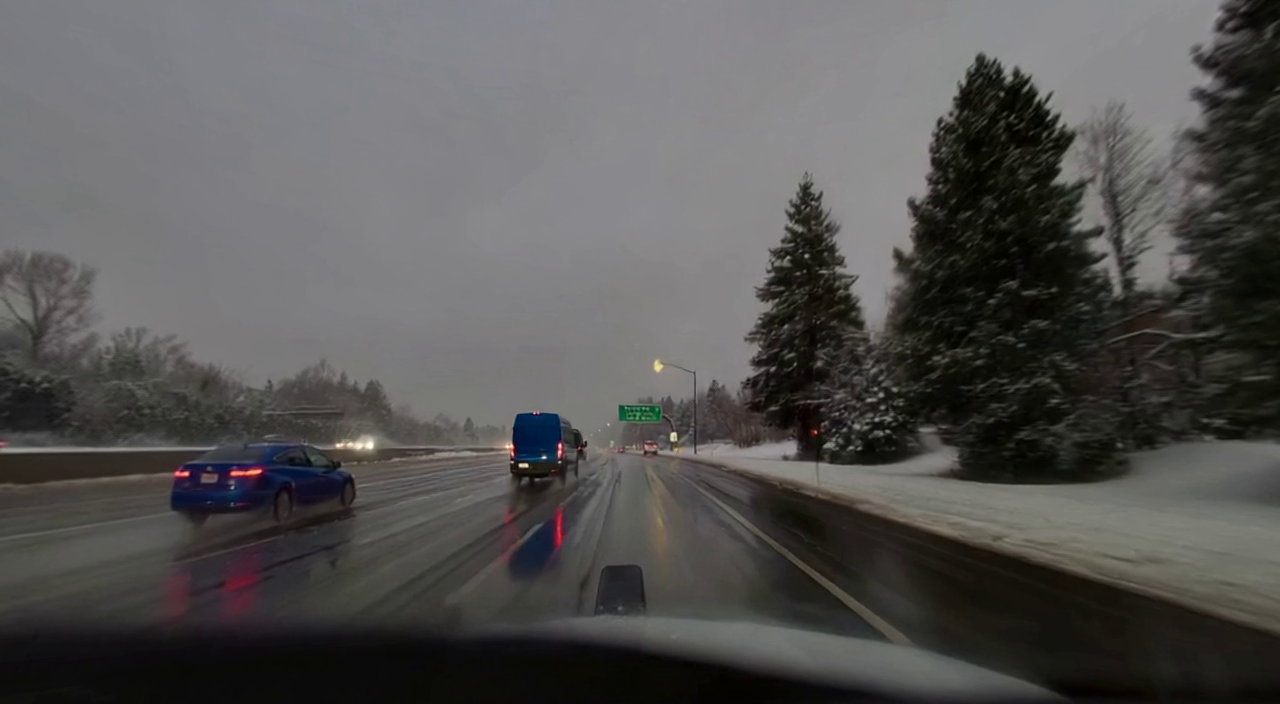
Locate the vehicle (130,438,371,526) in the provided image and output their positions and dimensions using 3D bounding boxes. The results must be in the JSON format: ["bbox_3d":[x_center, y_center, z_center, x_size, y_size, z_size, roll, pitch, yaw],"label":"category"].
[{"bbox_3d":[-7.778,2.611,13.284,1.987,1.490,4.781,0,-9,1],"label":"vehicle"}]

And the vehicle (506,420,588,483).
[{"bbox_3d":[-3.569,3.964,25.259,2.372,2.248,5.393,0,-9,1],"label":"vehicle"}]
